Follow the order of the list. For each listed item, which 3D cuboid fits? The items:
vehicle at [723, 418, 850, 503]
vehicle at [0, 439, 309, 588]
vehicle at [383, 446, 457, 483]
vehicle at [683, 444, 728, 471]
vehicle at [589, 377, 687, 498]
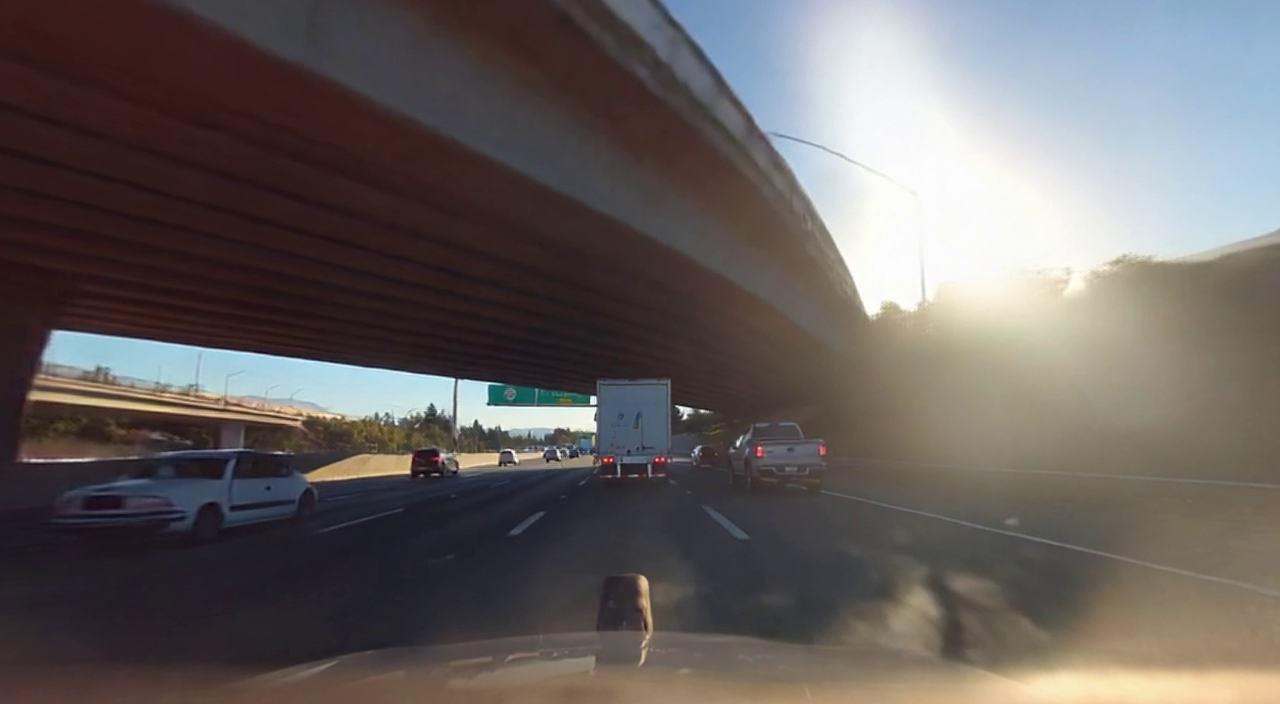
[{"bbox_3d":[3.781,2.942,17.389,2.174,1.968,5.016,0,-9,-1],"label":"vehicle"},{"bbox_3d":[-6.996,2.046,8.949,2.057,1.506,4.829,0,-9,-1],"label":"vehicle"},{"bbox_3d":[-11.287,5.782,32.826,2.119,1.747,5.121,0,-9,-1],"label":"vehicle"},{"bbox_3d":[4.017,6.564,39.398,2.108,1.508,4.744,0,-9,-2],"label":"vehicle"},{"bbox_3d":[-0.206,3.383,24.338,2.916,3.584,10.841,0,-9,-1],"label":"vehicle"}]
